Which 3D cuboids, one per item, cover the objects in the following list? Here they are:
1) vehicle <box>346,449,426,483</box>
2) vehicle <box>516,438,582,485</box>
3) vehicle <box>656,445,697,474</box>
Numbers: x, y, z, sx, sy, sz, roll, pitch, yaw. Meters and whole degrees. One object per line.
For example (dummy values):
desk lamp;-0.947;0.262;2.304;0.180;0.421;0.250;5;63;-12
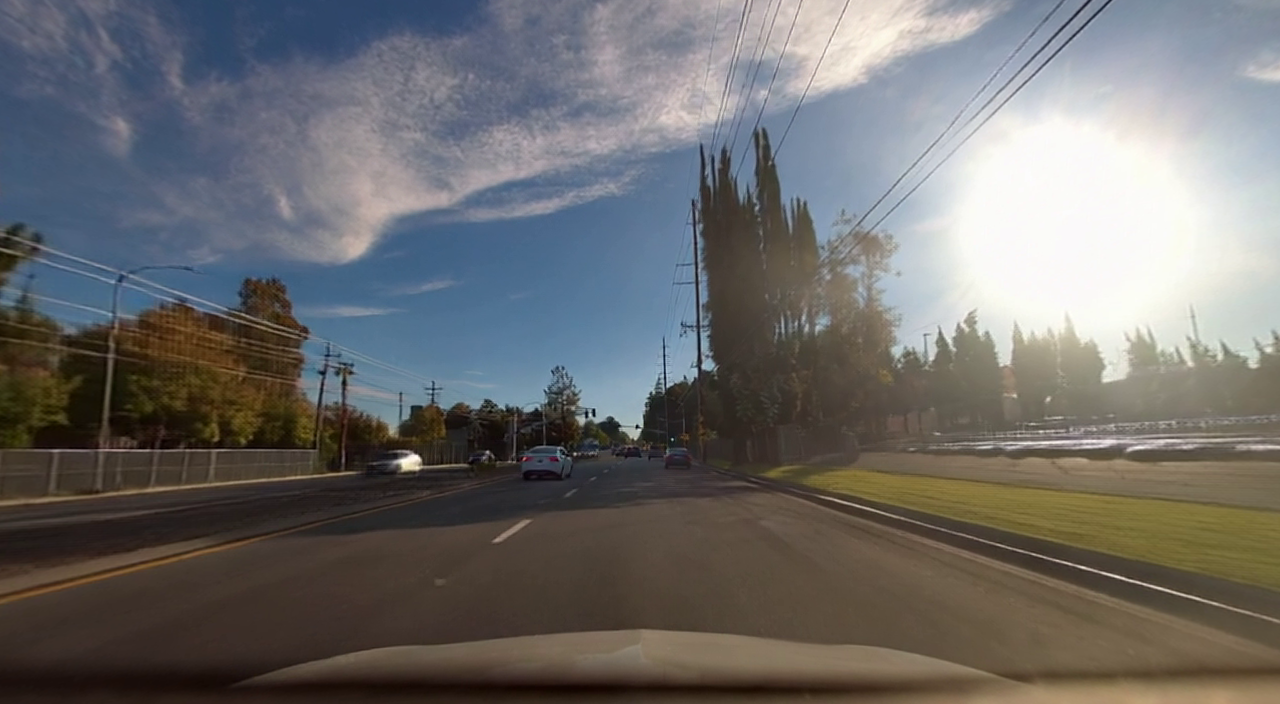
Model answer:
vehicle;-12.744;5.744;31.894;2.028;1.534;4.589;-1;-8;2
vehicle;-3.573;4.380;25.452;1.950;1.692;4.397;0;-8;1
vehicle;1.964;5.941;34.955;2.059;1.486;3.980;0;-8;0
